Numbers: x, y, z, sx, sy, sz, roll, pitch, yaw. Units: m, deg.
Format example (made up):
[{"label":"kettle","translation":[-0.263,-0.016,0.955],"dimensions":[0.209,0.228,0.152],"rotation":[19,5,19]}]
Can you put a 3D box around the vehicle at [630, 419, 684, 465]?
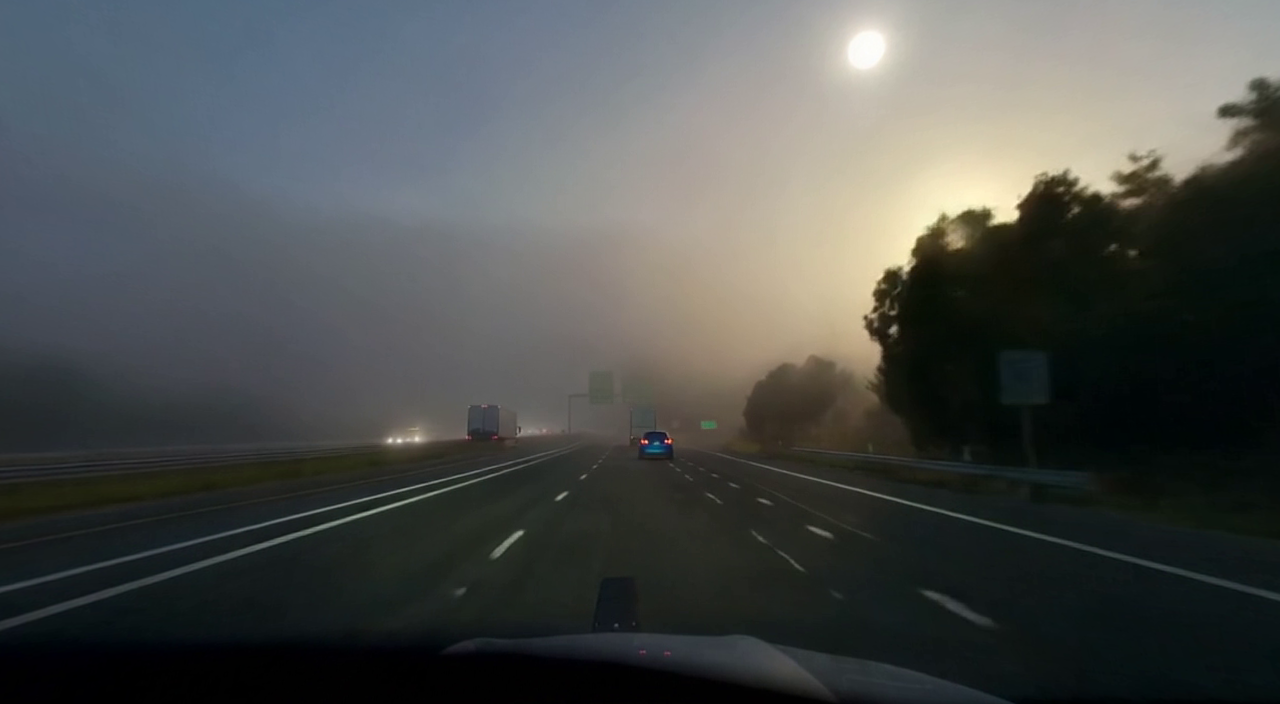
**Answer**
[{"label":"vehicle","translation":[0.682,4.042,28.541],"dimensions":[2.076,1.914,4.287],"rotation":[0,-8,-3]}]
